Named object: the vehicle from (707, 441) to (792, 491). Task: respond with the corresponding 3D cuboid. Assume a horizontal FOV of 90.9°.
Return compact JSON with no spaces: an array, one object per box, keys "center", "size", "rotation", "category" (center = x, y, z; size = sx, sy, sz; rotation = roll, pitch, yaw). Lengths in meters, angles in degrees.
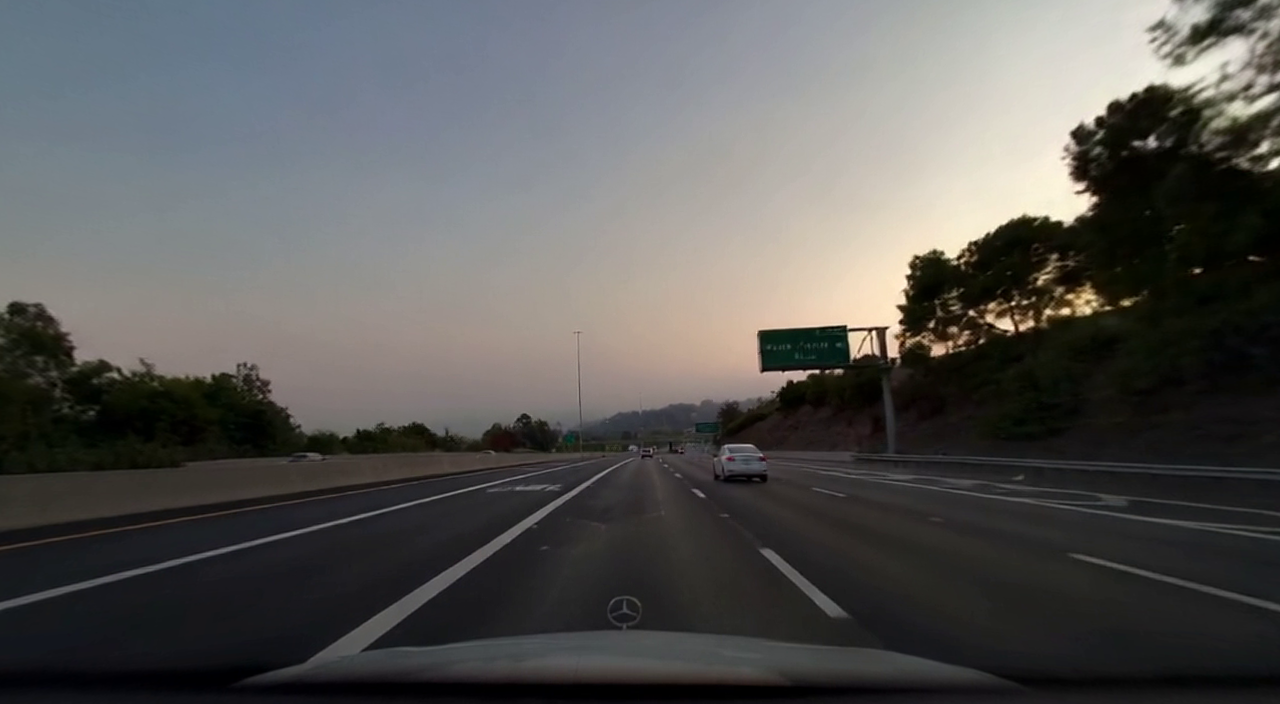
[{"center":[3.595,3.839,21.595],"size":[1.999,1.492,4.673],"rotation":[0,-9,-1],"category":"vehicle"}]
